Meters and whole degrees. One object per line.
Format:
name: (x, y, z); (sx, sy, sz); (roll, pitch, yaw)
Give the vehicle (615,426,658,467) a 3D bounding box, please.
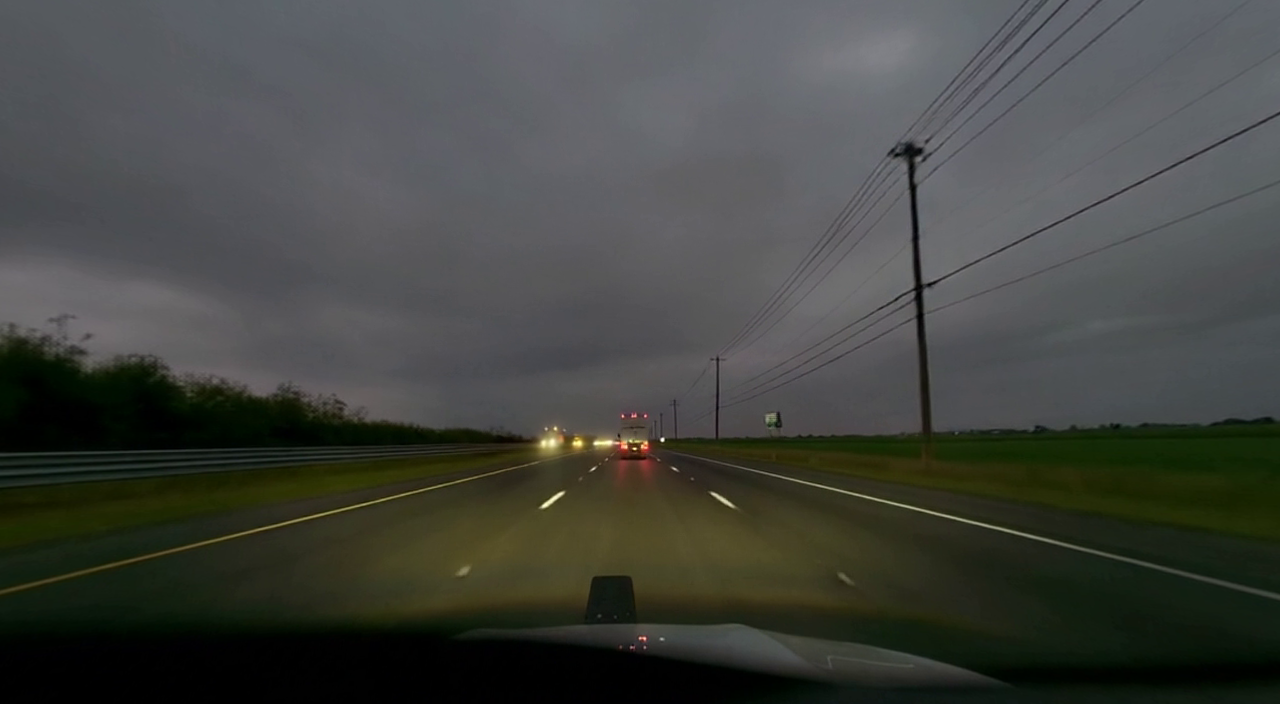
vehicle: (-0.256, 5.285, 35.205); (2.240, 2.129, 4.480); (0, -8, -2)
